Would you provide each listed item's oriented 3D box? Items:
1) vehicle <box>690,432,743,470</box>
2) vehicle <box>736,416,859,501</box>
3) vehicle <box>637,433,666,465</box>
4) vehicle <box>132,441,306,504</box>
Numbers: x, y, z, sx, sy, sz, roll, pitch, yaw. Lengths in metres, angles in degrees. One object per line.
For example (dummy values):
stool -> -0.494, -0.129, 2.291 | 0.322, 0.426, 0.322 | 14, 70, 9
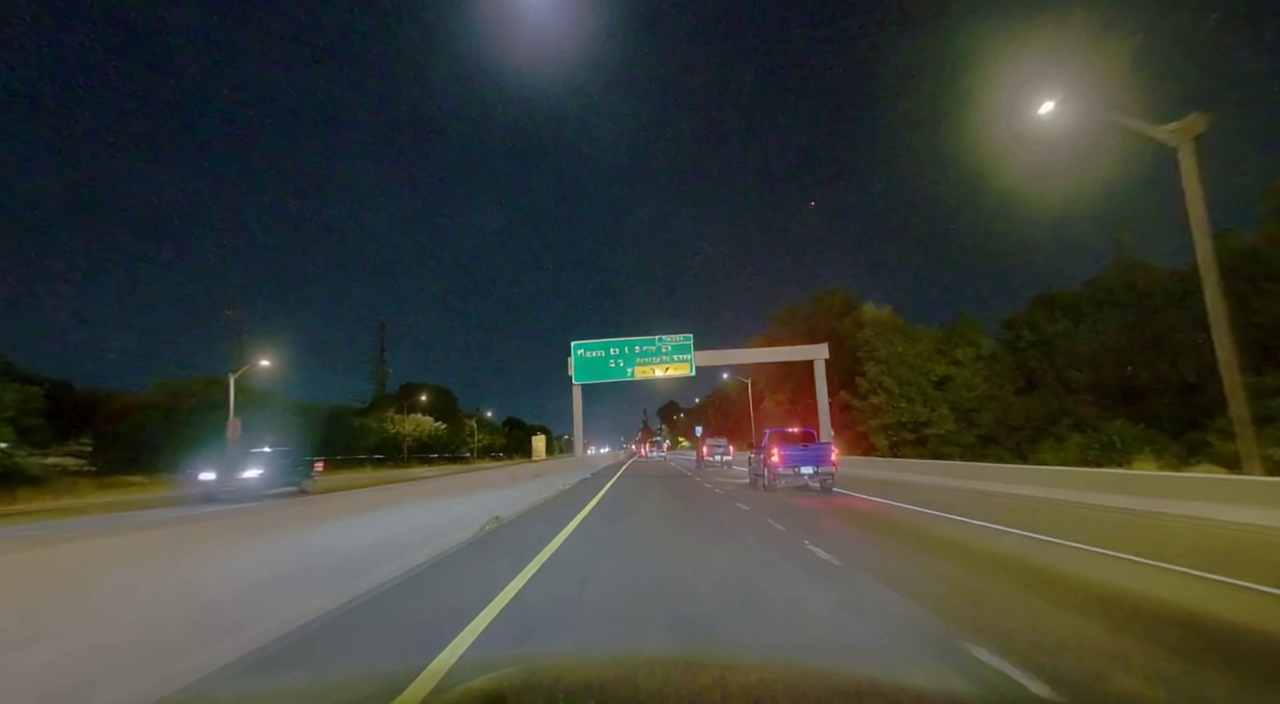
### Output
vehicle -> 4.642, 6.115, 39.277 | 2.594, 2.155, 5.670 | 0, -8, 0
vehicle -> 4.265, 3.001, 18.122 | 2.145, 2.069, 5.057 | 0, -8, -1
vehicle -> 0.815, 7.320, 47.703 | 2.099, 2.260, 4.899 | 0, -9, -1
vehicle -> -15.107, 4.315, 23.251 | 2.154, 1.969, 6.037 | -1, -9, 1
